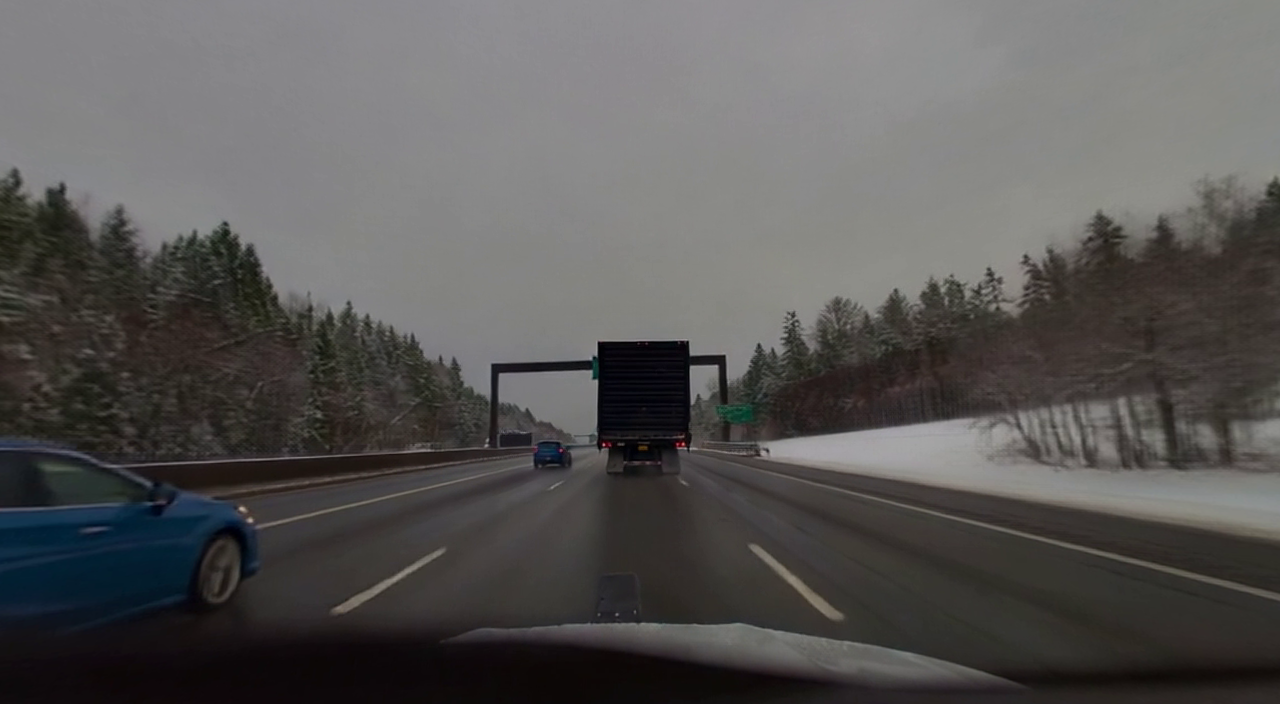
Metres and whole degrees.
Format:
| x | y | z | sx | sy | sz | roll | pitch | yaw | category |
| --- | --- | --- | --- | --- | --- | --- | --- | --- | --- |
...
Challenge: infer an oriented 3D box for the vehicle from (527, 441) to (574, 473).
| x | y | z | sx | sy | sz | roll | pitch | yaw | category |
| --- | --- | --- | --- | --- | --- | --- | --- | --- | --- |
| -4.579 | 5.450 | 32.815 | 1.854 | 1.530 | 4.268 | 0 | -8 | 0 | vehicle |

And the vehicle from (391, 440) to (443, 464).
| x | y | z | sx | sy | sz | roll | pitch | yaw | category |
| --- | --- | --- | --- | --- | --- | --- | --- | --- | --- |
| -16.671 | 7.510 | 47.349 | 2.082 | 1.655 | 4.885 | 0 | -8 | 0 | vehicle |

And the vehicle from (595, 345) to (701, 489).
| x | y | z | sx | sy | sz | roll | pitch | yaw | category |
| --- | --- | --- | --- | --- | --- | --- | --- | --- | --- |
| 0.119 | 2.641 | 23.735 | 3.073 | 4.196 | 10.546 | 0 | -8 | -1 | vehicle |

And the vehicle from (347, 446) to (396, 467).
| x | y | z | sx | sy | sz | roll | pitch | yaw | category |
| --- | --- | --- | --- | --- | --- | --- | --- | --- | --- |
| -20.143 | 7.855 | 47.387 | 1.791 | 1.462 | 4.349 | 0 | -8 | 0 | vehicle |

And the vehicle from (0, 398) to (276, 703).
| x | y | z | sx | sy | sz | roll | pitch | yaw | category |
| --- | --- | --- | --- | --- | --- | --- | --- | --- | --- |
| -4.280 | 1.018 | 3.091 | 2.116 | 1.571 | 4.849 | 0 | -8 | -1 | vehicle |
